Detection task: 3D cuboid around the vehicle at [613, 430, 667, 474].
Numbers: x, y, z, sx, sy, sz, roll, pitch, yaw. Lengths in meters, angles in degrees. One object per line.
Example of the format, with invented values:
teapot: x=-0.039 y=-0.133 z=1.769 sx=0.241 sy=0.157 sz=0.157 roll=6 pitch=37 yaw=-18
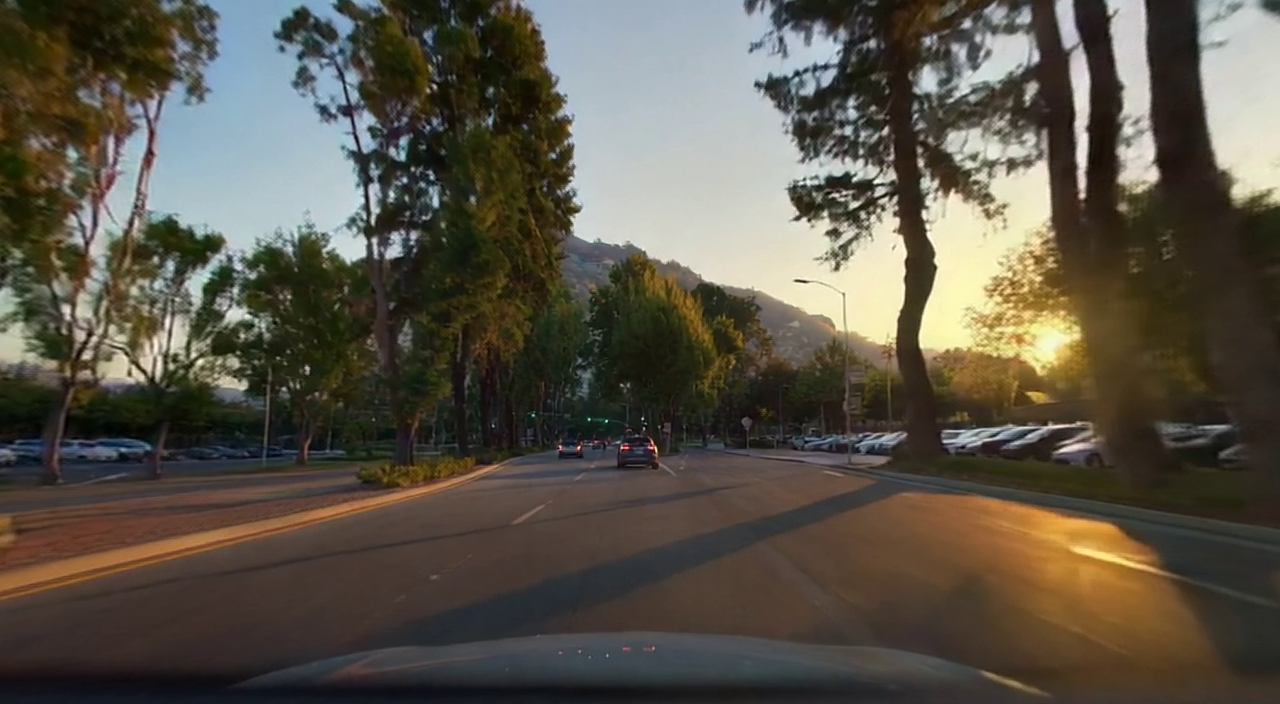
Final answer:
vehicle: x=-0.063 y=4.259 z=26.973 sx=2.135 sy=1.691 sz=3.884 roll=0 pitch=-9 yaw=-2
